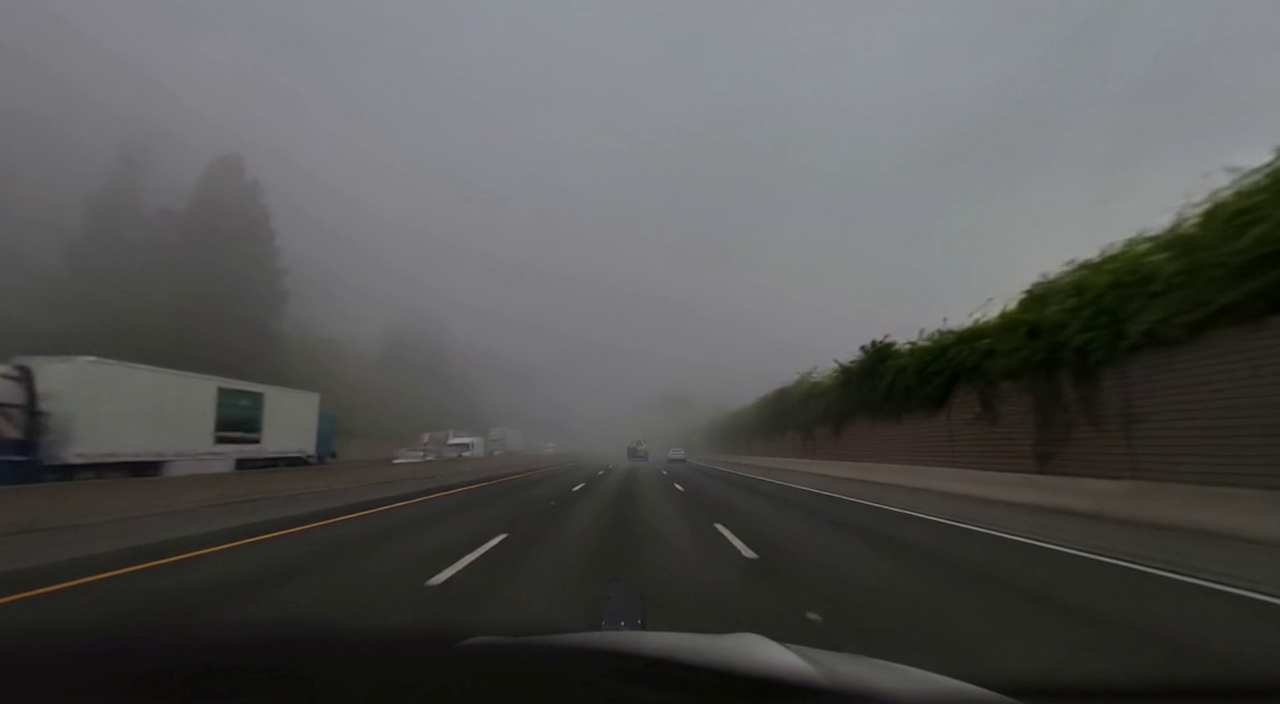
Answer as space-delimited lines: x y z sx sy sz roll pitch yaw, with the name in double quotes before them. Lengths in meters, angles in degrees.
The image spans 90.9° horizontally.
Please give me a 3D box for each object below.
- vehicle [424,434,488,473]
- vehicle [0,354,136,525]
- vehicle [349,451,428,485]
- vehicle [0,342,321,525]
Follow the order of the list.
"vehicle" -11.615 6.459 40.242 2.341 2.308 5.443 0 -9 1
"vehicle" -16.598 2.181 15.607 2.996 3.982 5.952 0 -9 1
"vehicle" -11.547 5.331 29.275 1.945 1.439 4.329 0 -9 0
"vehicle" -16.544 3.021 22.215 2.959 4.369 14.440 0 -9 0
